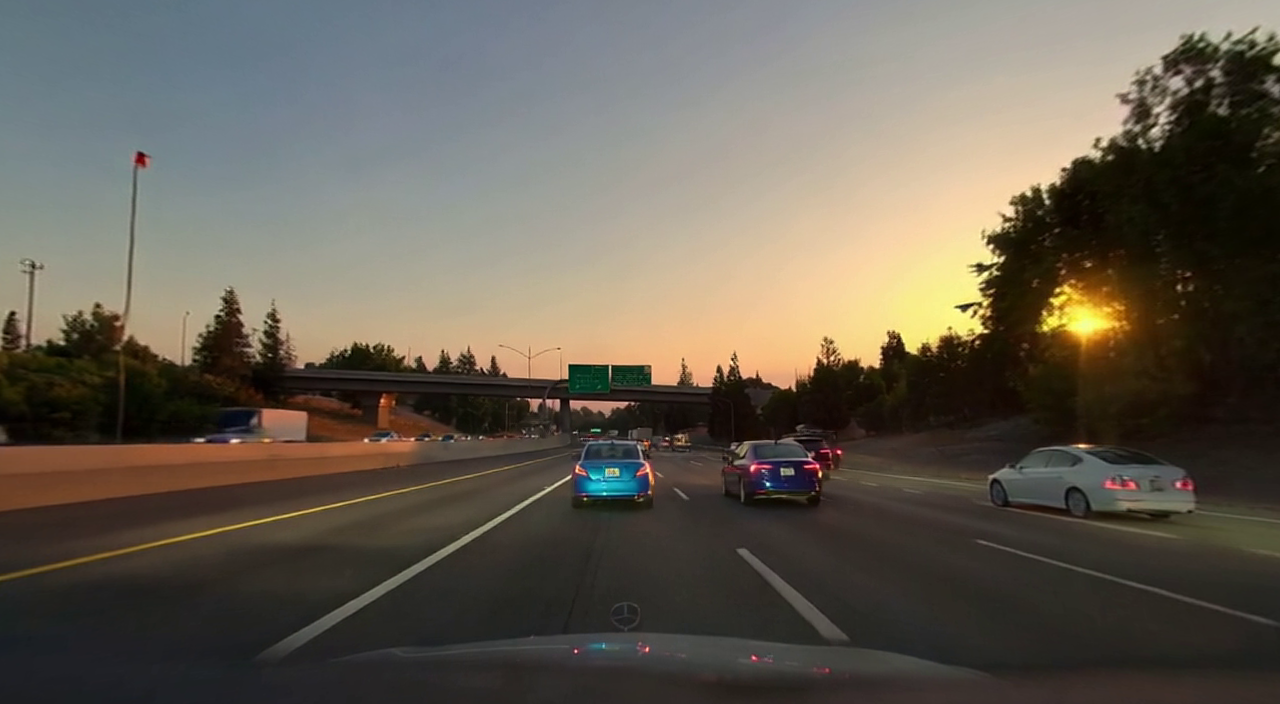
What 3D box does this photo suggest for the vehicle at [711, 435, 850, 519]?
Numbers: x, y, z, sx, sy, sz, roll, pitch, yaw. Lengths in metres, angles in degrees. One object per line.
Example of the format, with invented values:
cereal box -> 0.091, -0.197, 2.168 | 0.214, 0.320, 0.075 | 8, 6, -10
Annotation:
vehicle -> 2.858, 2.663, 13.903 | 1.975, 1.532, 4.227 | 1, -9, -2

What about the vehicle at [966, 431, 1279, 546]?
vehicle -> 8.469, 2.347, 11.579 | 2.106, 1.641, 4.671 | 1, -9, -5

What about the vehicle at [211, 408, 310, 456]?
vehicle -> -27.770, 5.999, 46.553 | 2.876, 3.193, 7.305 | 1, -9, -2

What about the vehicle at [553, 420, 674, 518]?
vehicle -> -0.524, 2.412, 13.393 | 2.181, 1.728, 3.970 | 1, -9, -2
